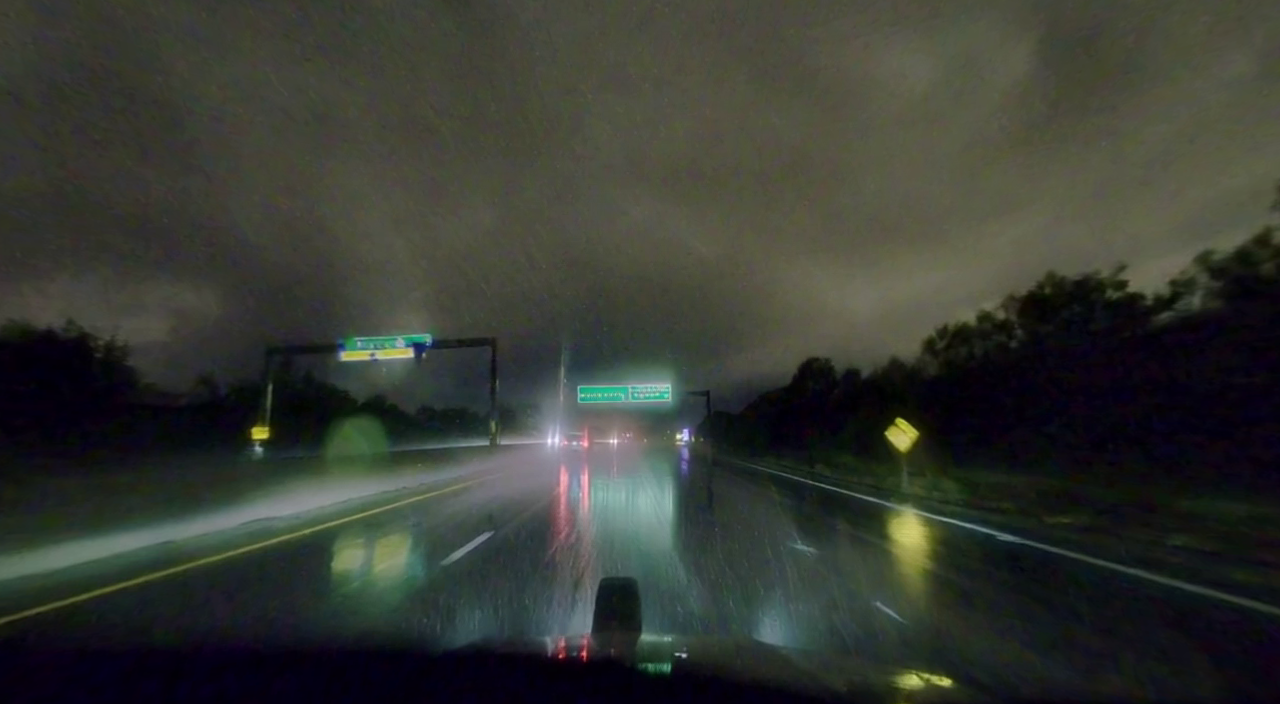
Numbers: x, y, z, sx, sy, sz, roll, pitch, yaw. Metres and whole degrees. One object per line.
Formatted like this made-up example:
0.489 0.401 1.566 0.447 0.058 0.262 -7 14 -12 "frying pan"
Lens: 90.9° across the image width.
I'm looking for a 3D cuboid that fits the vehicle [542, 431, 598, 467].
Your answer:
-3.315 4.650 30.600 2.148 1.603 4.513 0 -8 1 "vehicle"
